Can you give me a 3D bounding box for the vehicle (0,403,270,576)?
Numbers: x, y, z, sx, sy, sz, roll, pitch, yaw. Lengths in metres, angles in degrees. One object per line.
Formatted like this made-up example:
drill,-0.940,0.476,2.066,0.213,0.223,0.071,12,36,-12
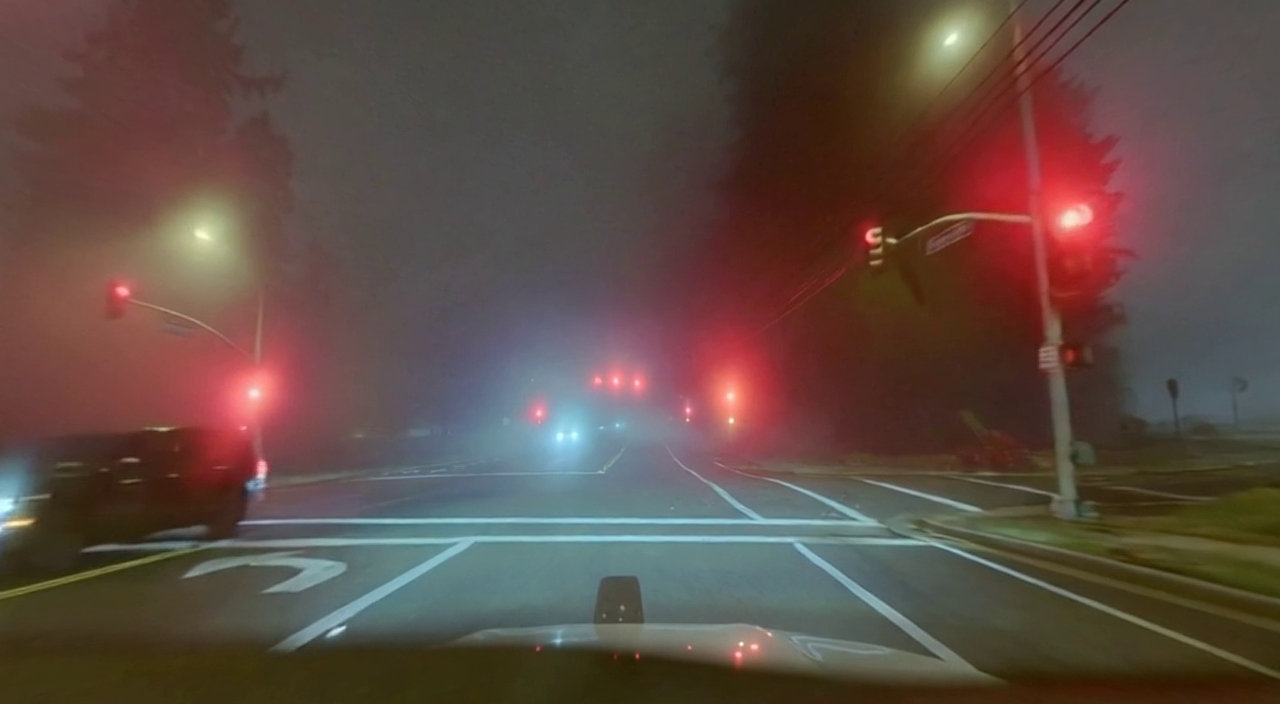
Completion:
vehicle,-7.707,1.728,8.612,2.262,1.761,4.966,0,-8,0
